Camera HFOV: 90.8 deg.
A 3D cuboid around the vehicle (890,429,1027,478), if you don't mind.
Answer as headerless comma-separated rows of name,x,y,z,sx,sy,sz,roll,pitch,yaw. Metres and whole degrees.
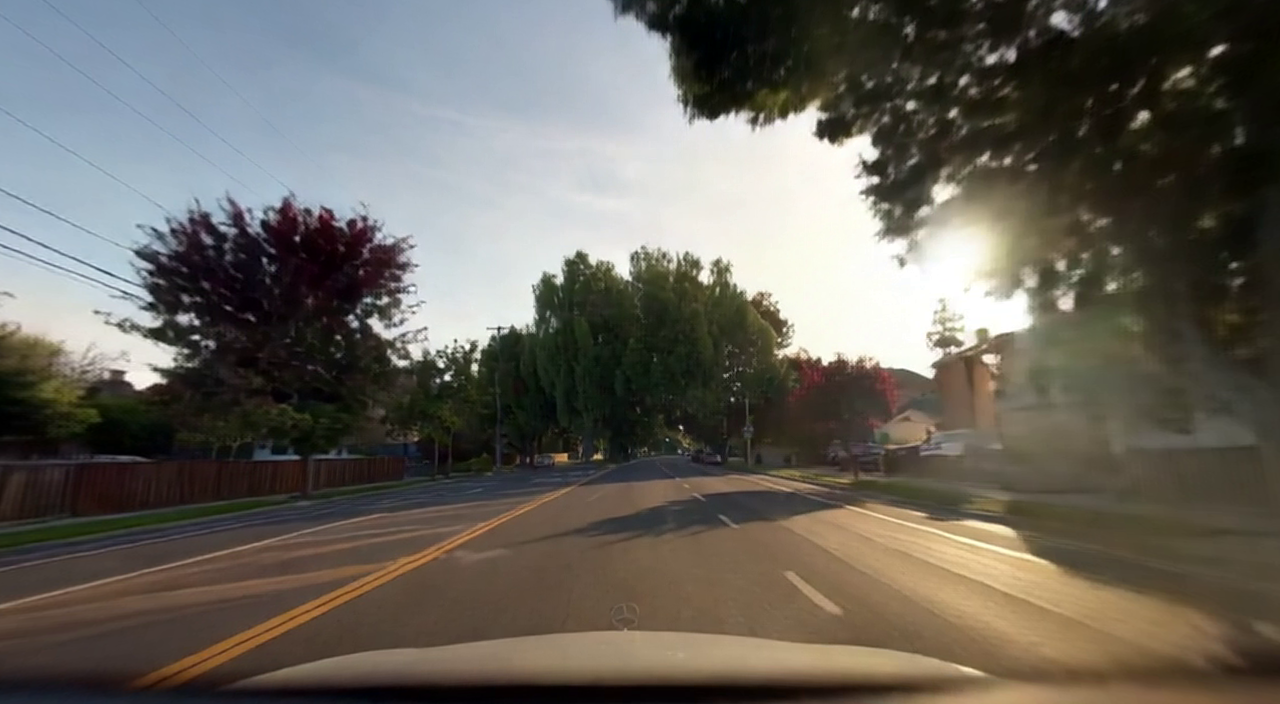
vehicle,13.530,4.359,27.094,4.711,1.979,2.019,-1,-9,4
